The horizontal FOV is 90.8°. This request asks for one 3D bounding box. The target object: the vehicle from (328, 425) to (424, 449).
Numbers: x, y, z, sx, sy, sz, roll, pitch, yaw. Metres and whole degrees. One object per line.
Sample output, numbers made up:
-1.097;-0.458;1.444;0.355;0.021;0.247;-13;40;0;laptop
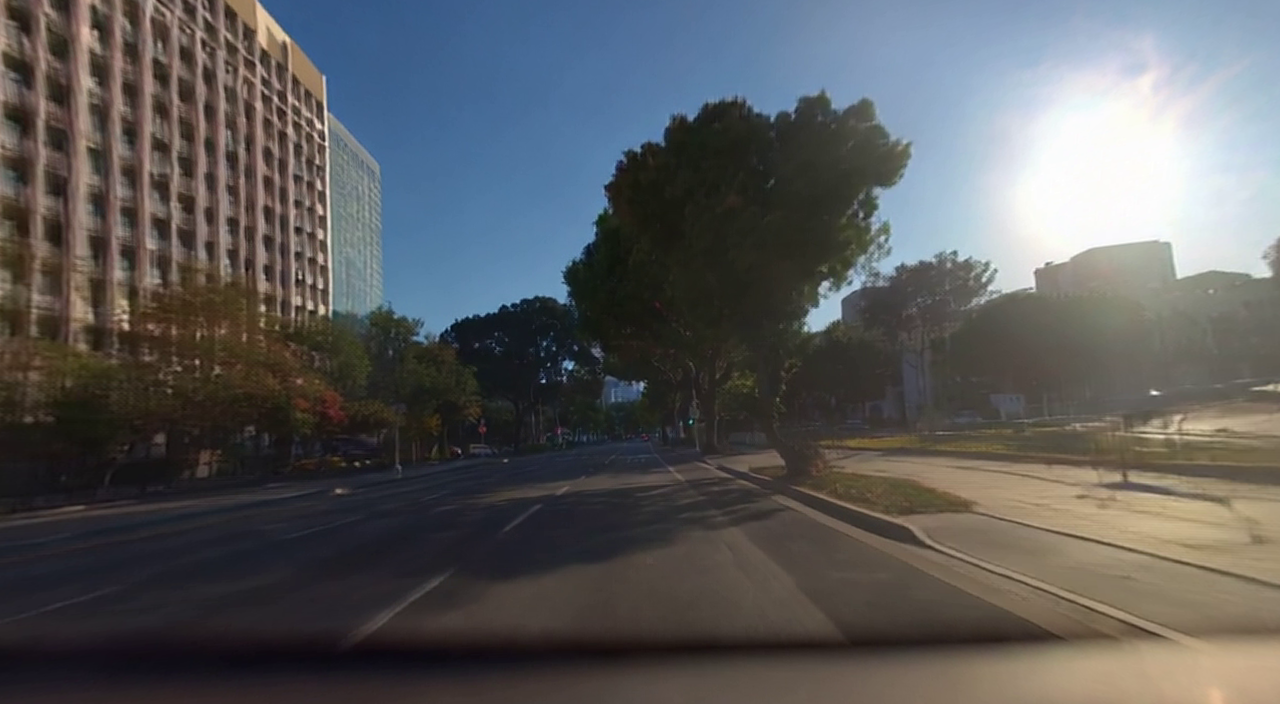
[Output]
-18.385;5.918;44.090;5.962;1.458;1.711;1;-9;3;vehicle
